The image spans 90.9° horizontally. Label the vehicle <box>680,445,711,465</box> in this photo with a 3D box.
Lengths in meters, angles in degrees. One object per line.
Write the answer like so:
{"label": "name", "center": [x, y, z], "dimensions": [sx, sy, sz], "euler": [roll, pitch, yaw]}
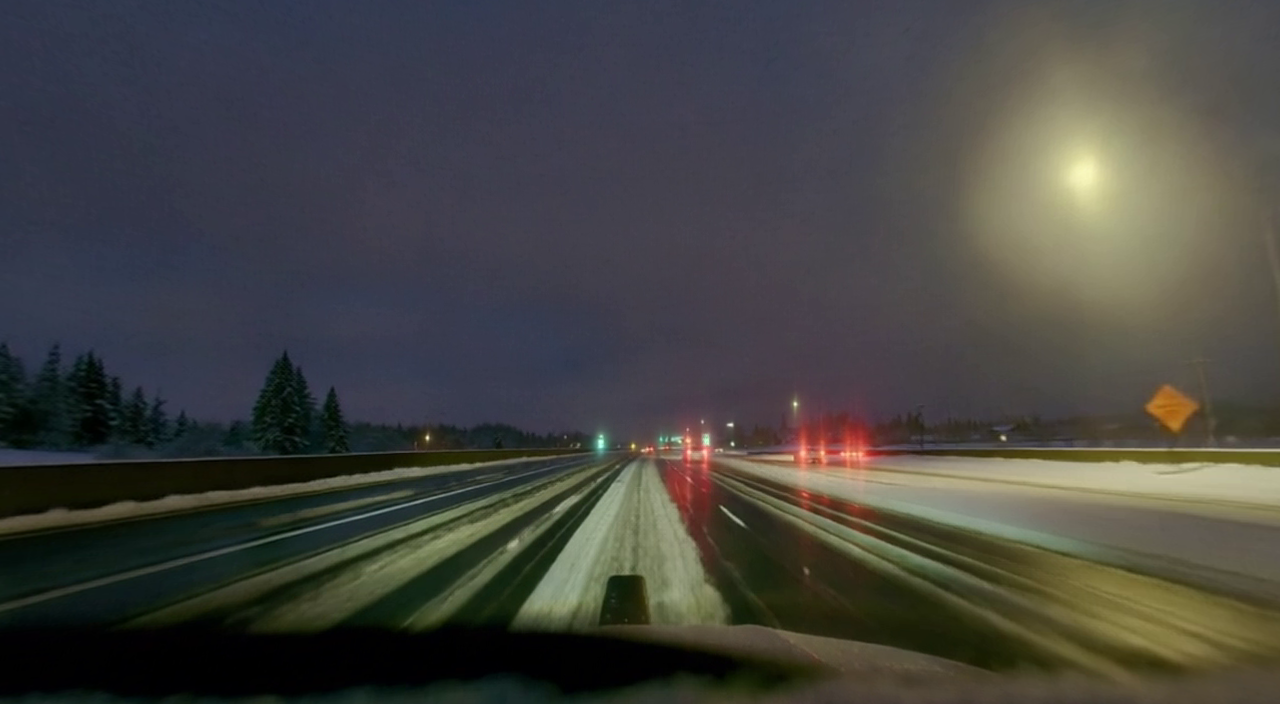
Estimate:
{"label": "vehicle", "center": [4.166, 7.790, 47.888], "dimensions": [1.912, 1.478, 4.125], "euler": [0, -8, 0]}
